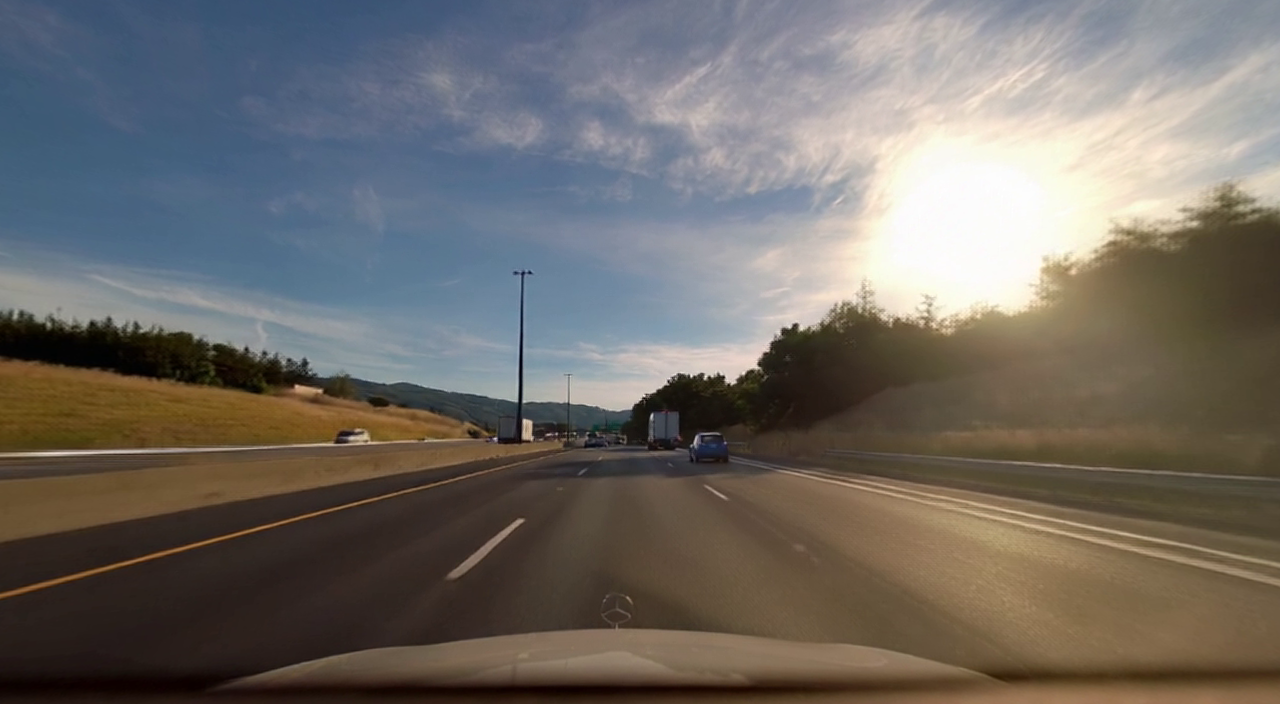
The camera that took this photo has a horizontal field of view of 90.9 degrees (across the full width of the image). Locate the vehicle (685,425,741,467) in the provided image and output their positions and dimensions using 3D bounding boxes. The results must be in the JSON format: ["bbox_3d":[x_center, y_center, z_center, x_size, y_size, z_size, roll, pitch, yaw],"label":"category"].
[{"bbox_3d":[3.530,4.621,31.150,2.076,1.914,4.287,0,-8,-2],"label":"vehicle"}]
